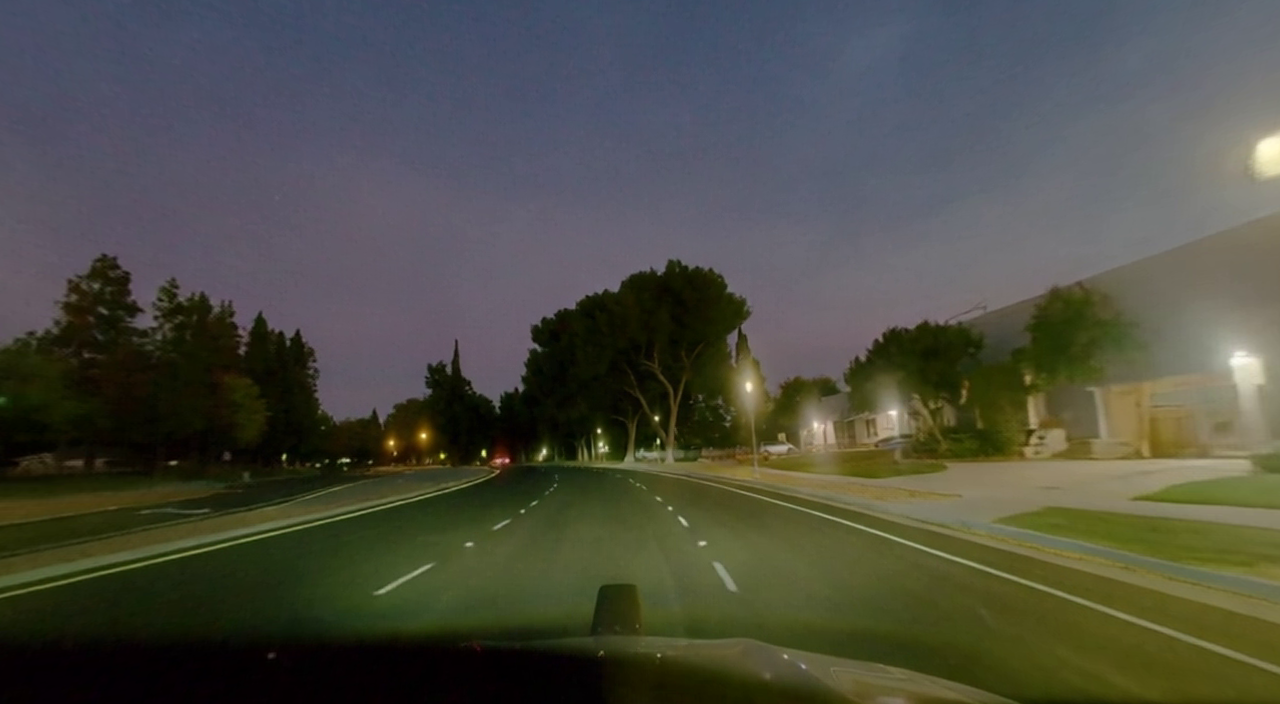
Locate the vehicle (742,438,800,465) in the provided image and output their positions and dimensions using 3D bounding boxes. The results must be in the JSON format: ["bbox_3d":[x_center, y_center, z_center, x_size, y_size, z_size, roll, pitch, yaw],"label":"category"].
[{"bbox_3d":[9.751,7.355,46.880,2.110,1.863,4.977,-9,-12,37],"label":"vehicle"}]
